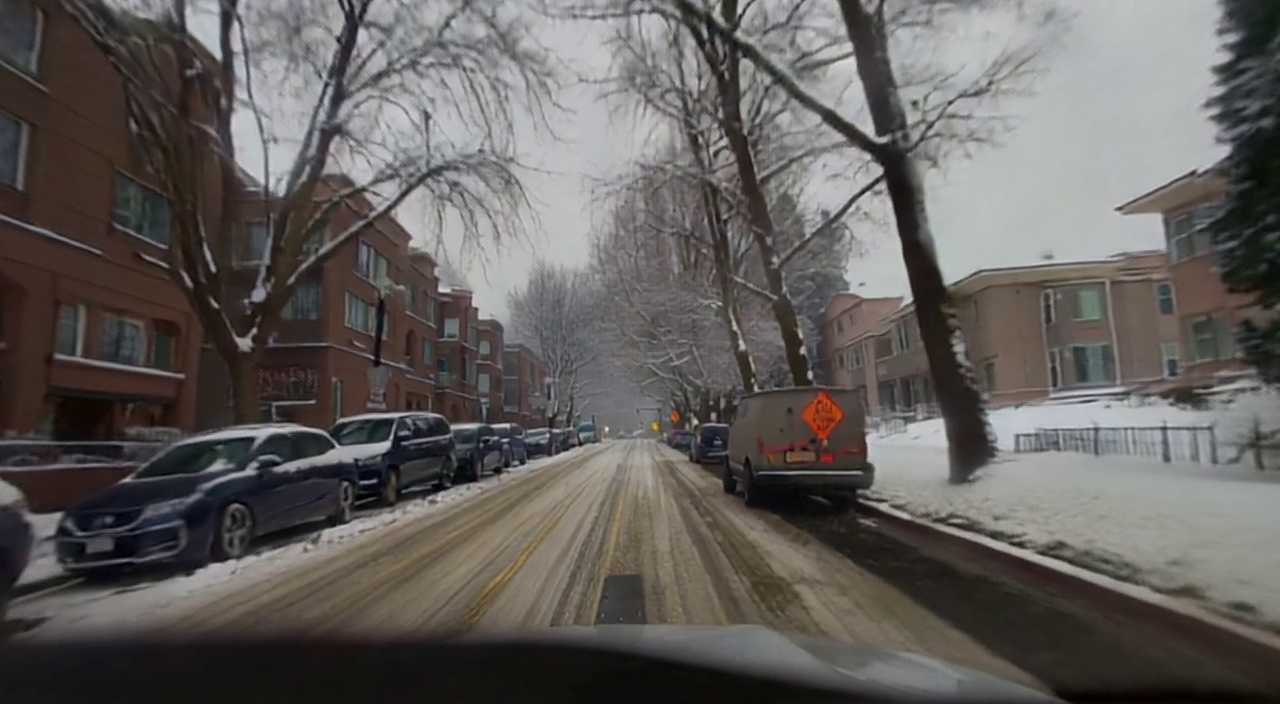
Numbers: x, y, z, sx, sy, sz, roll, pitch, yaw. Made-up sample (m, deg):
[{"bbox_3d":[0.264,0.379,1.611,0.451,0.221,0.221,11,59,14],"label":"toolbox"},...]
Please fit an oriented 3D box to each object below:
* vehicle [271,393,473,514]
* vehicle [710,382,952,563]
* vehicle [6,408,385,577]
[{"bbox_3d":[-5.536,2.228,14.171,2.196,2.059,5.748,-2,-8,-2],"label":"vehicle"},{"bbox_3d":[2.708,1.633,10.617,2.259,2.119,5.281,0,-1,-2],"label":"vehicle"},{"bbox_3d":[-5.539,1.762,8.894,1.838,1.725,4.660,0,-8,2],"label":"vehicle"}]
